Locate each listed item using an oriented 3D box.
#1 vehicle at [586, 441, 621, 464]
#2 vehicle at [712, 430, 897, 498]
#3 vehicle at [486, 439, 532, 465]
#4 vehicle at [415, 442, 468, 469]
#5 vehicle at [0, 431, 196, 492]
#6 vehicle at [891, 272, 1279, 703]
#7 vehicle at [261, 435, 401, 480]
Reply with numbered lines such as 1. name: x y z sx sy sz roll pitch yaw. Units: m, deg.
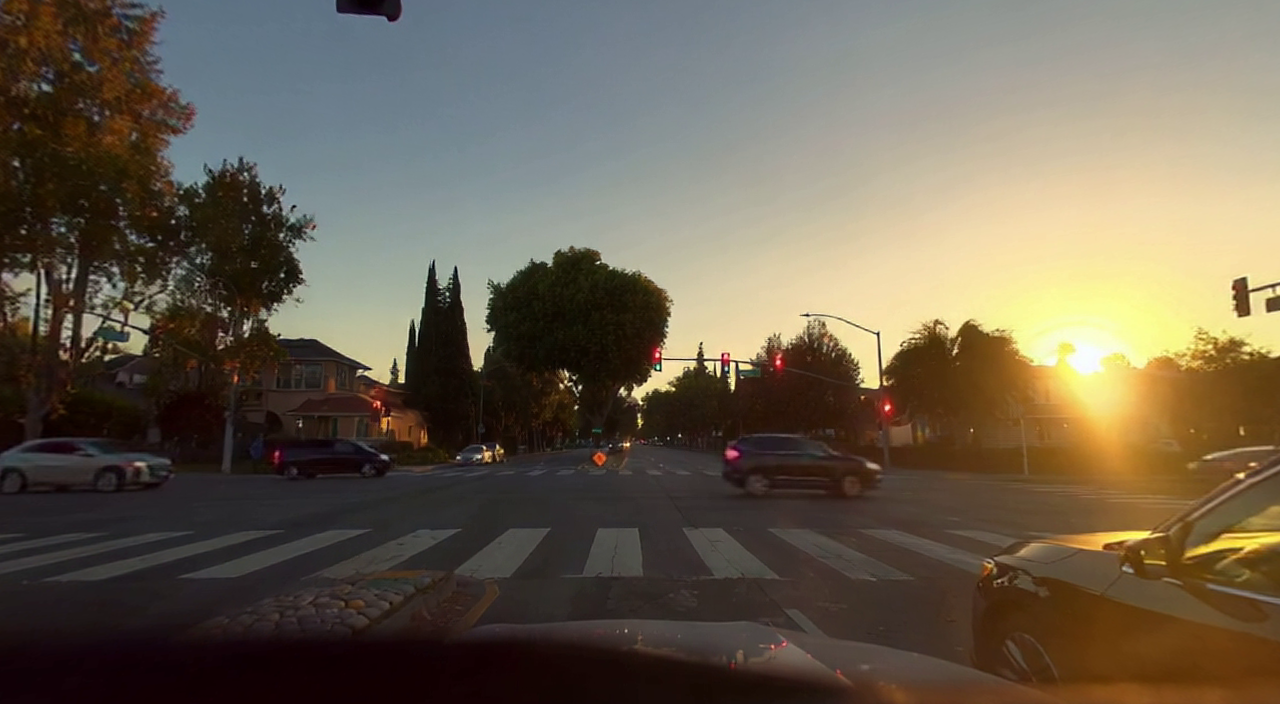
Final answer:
1. vehicle: -2.402 6.710 42.266 2.046 1.491 4.118 0 -9 0
2. vehicle: 4.232 2.952 16.846 4.332 1.682 2.025 0 -9 -2
3. vehicle: -8.932 6.866 43.643 2.028 1.654 5.027 0 -9 1
4. vehicle: -13.930 7.262 44.693 2.065 1.775 4.667 0 -9 3
5. vehicle: -17.212 3.347 19.512 5.403 1.759 2.040 0 -8 0
6. vehicle: 2.719 0.711 1.721 2.085 1.800 4.908 0 -9 1
7. vehicle: -11.855 4.086 24.618 4.532 1.633 2.130 2 -9 -16
